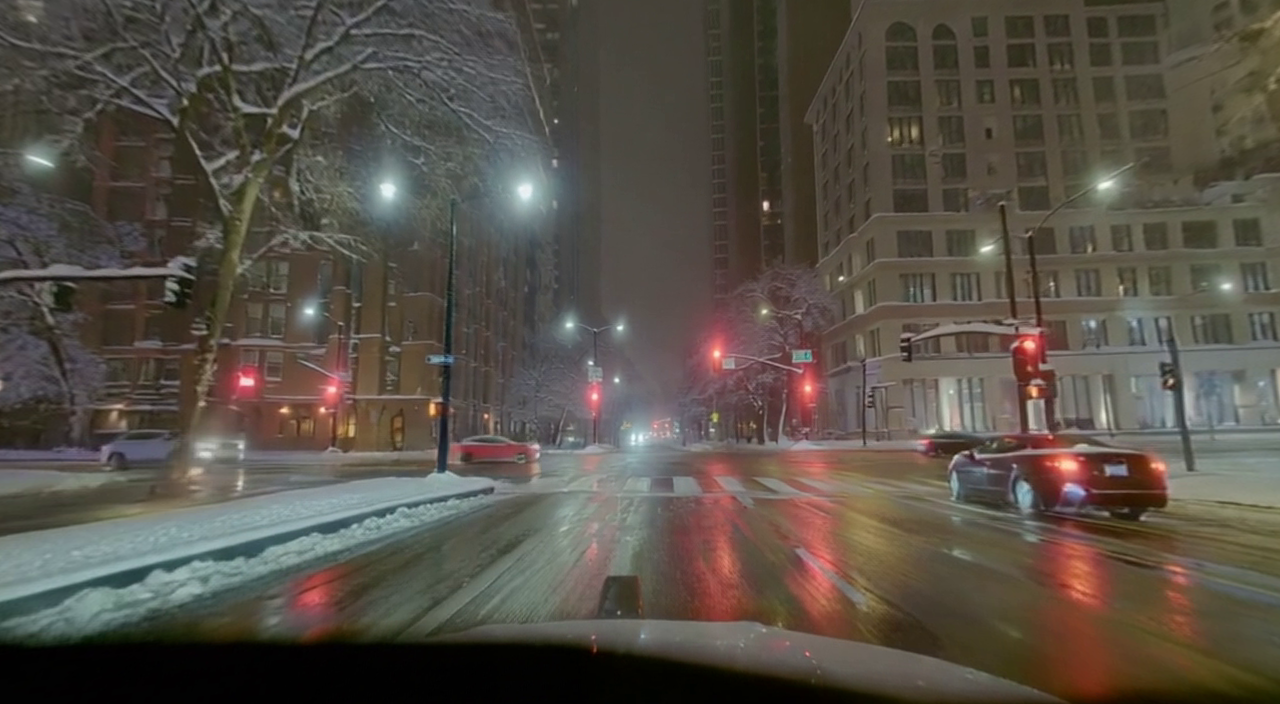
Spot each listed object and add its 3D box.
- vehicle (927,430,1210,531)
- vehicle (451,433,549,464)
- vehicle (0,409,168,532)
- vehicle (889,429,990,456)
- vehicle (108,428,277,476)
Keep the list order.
[{"bbox_3d":[7.557,2.289,11.960,1.936,1.489,4.885,0,-8,0],"label":"vehicle"},{"bbox_3d":[-6.946,4.833,31.673,4.503,1.475,1.789,0,-8,-2],"label":"vehicle"},{"bbox_3d":[-11.381,2.166,12.021,2.125,1.910,4.779,2,-9,-15],"label":"vehicle"},{"bbox_3d":[16.800,5.105,35.609,4.762,1.420,1.814,0,-8,-1],"label":"vehicle"},{"bbox_3d":[-19.473,4.378,27.748,5.659,1.967,2.149,0,-8,-2],"label":"vehicle"}]
